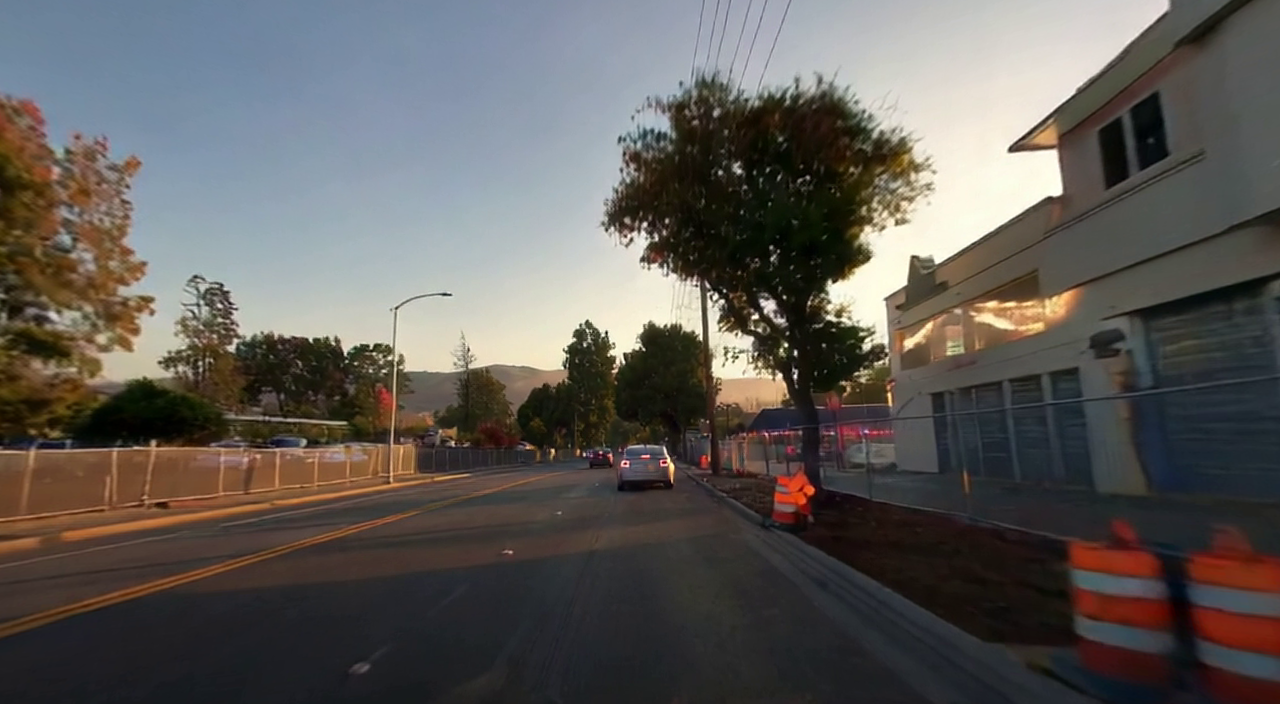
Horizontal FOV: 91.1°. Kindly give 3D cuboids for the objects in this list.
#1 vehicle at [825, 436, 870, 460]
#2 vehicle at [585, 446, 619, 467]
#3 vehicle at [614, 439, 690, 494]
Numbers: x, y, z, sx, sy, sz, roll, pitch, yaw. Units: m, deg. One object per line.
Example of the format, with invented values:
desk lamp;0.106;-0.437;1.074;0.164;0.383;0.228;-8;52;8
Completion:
vehicle;16.374;7.590;49.705;2.101;1.825;4.700;-1;-9;3
vehicle;-2.804;7.826;47.100;2.208;1.520;4.358;0;-9;1
vehicle;0.310;3.557;19.787;2.144;1.514;4.063;0;-9;0
